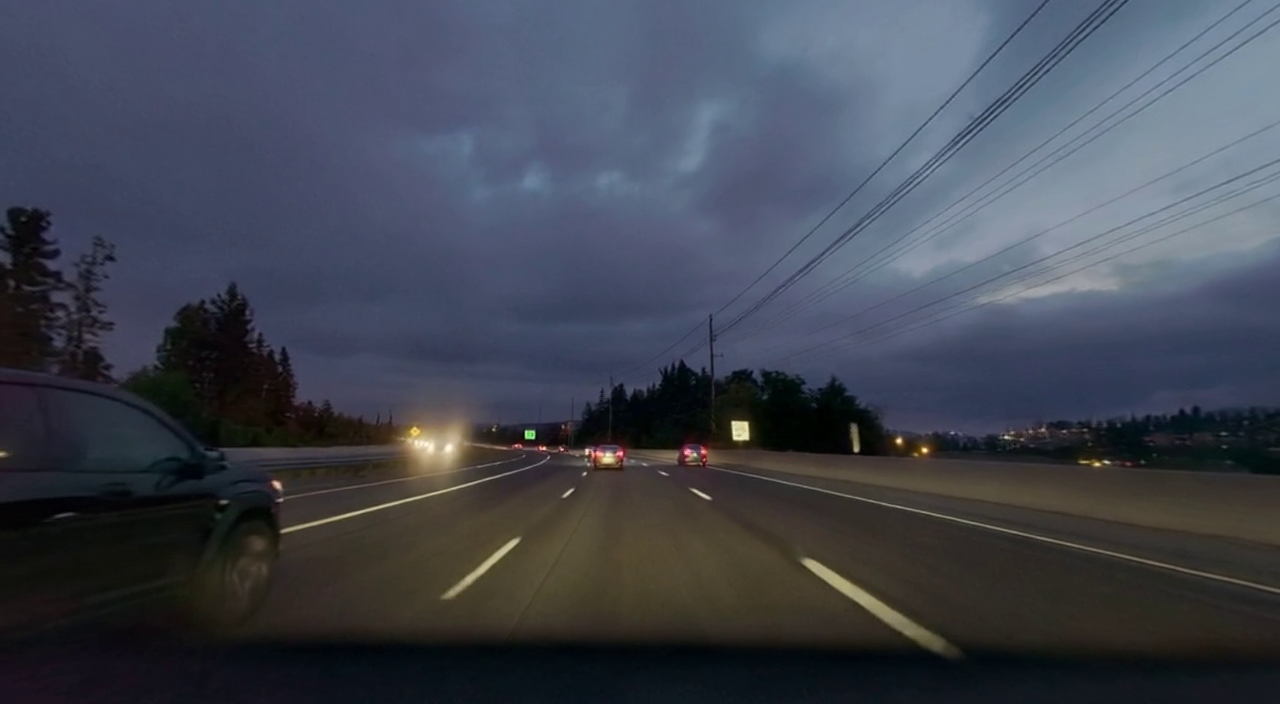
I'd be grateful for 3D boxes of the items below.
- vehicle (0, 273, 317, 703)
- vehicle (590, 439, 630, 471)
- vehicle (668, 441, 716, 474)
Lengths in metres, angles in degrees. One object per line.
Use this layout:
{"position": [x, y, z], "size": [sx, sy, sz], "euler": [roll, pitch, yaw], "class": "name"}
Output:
{"position": [-4.217, 0.703, 2.803], "size": [2.475, 2.152, 5.837], "euler": [0, -8, 0], "class": "vehicle"}
{"position": [-1.846, 6.021, 37.178], "size": [2.188, 1.714, 3.921], "euler": [1, -8, -5], "class": "vehicle"}
{"position": [2.479, 5.139, 31.120], "size": [1.789, 1.503, 3.897], "euler": [0, -8, -4], "class": "vehicle"}
